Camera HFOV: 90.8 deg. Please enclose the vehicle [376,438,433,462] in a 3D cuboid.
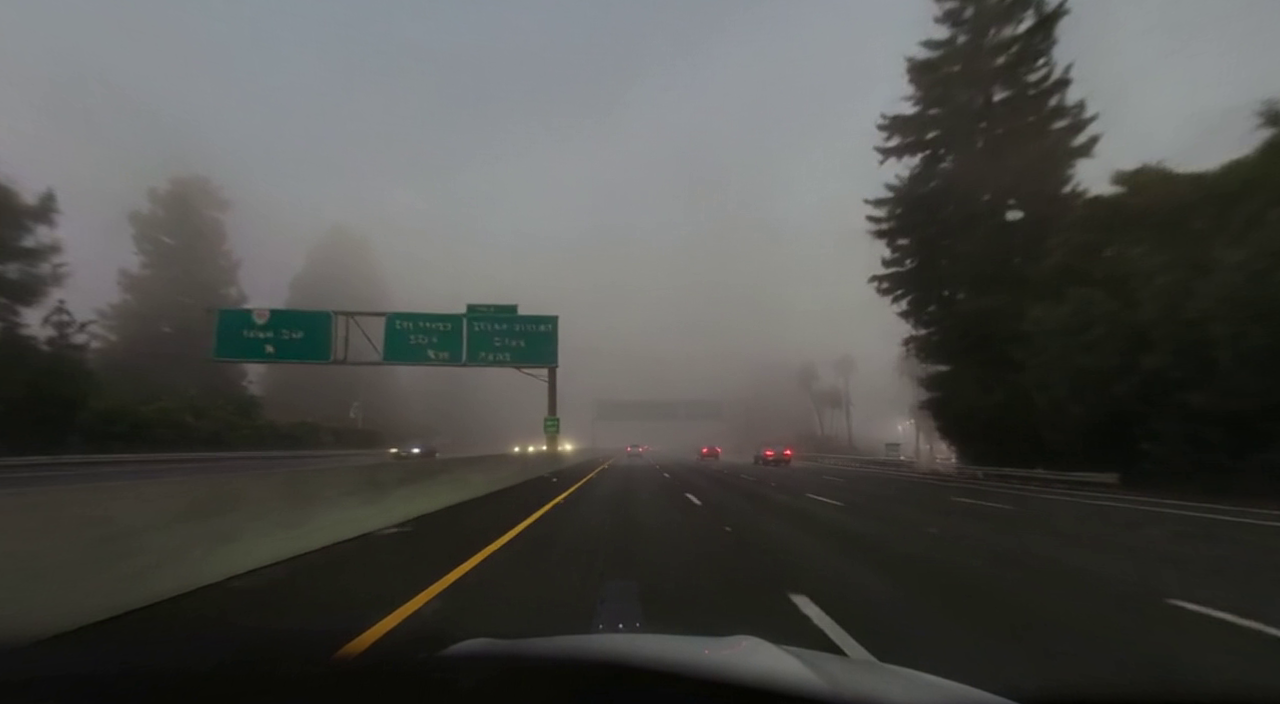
[{"bbox_3d":[-15.731,6.581,42.471,1.968,1.501,4.695,0,-9,1],"label":"vehicle"}]
